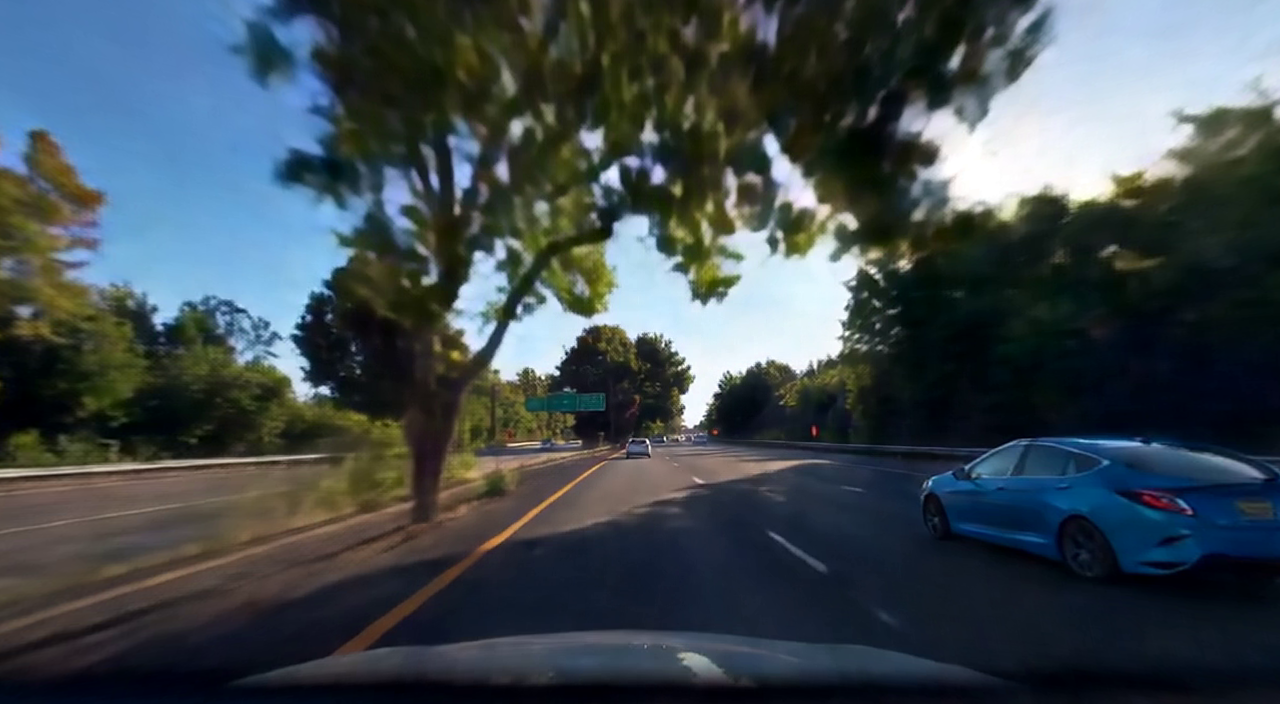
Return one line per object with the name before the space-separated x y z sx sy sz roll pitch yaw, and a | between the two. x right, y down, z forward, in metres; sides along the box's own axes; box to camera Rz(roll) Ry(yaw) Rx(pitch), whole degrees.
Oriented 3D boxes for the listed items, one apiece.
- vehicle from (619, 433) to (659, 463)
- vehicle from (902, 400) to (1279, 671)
vehicle | -0.079 5.260 34.753 2.046 1.526 3.903 0 -8 -1
vehicle | 4.393 1.315 5.694 1.981 1.467 4.459 0 -8 -2
